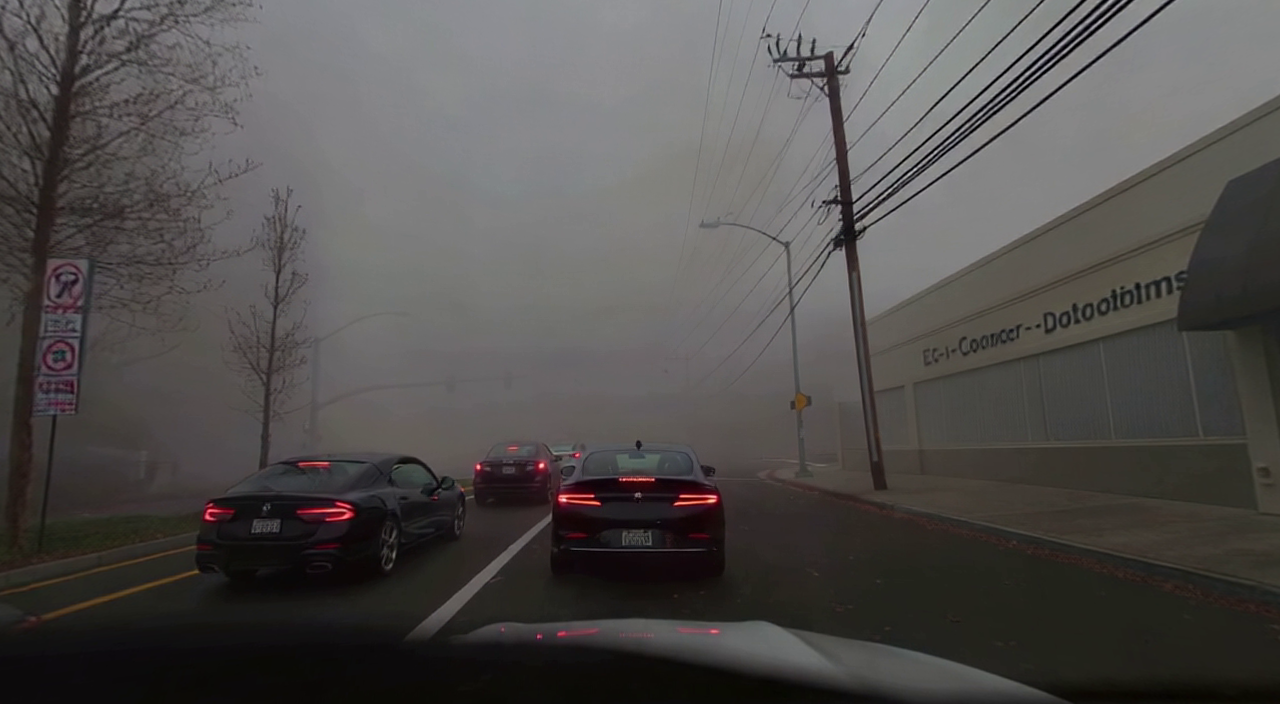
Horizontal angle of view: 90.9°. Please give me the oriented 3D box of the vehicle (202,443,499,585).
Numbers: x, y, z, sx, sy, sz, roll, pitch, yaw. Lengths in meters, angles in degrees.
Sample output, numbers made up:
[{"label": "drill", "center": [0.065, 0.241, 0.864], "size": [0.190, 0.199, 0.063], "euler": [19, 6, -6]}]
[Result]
[{"label": "vehicle", "center": [-3.215, 1.845, 8.045], "size": [1.765, 1.319, 4.013], "euler": [0, -9, 2]}]

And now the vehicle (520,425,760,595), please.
[{"label": "vehicle", "center": [-0.008, 1.690, 7.576], "size": [2.101, 1.469, 3.955], "euler": [0, -9, 0]}]
